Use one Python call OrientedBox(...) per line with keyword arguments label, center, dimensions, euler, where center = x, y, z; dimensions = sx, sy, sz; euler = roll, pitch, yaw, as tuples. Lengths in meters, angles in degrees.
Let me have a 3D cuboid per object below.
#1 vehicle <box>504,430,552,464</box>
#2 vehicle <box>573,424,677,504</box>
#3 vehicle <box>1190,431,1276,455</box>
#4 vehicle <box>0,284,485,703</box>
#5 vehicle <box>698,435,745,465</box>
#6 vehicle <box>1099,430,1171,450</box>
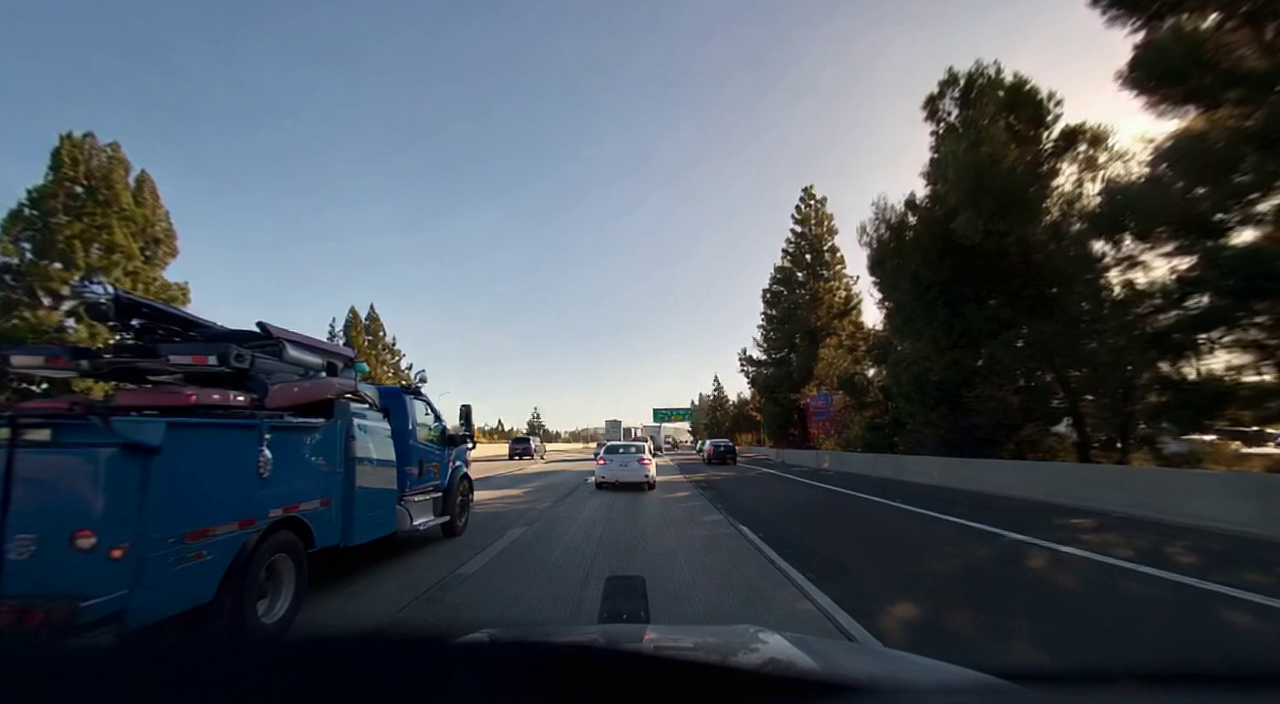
OrientedBox(label="vehicle", center=(-6.786, 5.830, 38.516), dimensions=(2.036, 1.958, 4.378), euler=(0, -8, 1))
OrientedBox(label="vehicle", center=(-0.255, 2.661, 15.328), dimensions=(2.165, 1.653, 4.456), euler=(0, -8, 1))
OrientedBox(label="vehicle", center=(37.304, 5.730, 39.550), dimensions=(3.522, 1.413, 1.839), euler=(0, -8, 0))
OrientedBox(label="vehicle", center=(-3.463, 1.101, 5.978), dimensions=(2.526, 2.146, 5.594), euler=(0, -8, 0))
OrientedBox(label="vehicle", center=(4.654, 5.680, 36.510), dimensions=(2.079, 1.656, 4.506), euler=(0, -8, 0))
OrientedBox(label="vehicle", center=(37.599, 6.701, 47.718), dimensions=(3.931, 1.459, 1.792), euler=(0, -8, -1))
